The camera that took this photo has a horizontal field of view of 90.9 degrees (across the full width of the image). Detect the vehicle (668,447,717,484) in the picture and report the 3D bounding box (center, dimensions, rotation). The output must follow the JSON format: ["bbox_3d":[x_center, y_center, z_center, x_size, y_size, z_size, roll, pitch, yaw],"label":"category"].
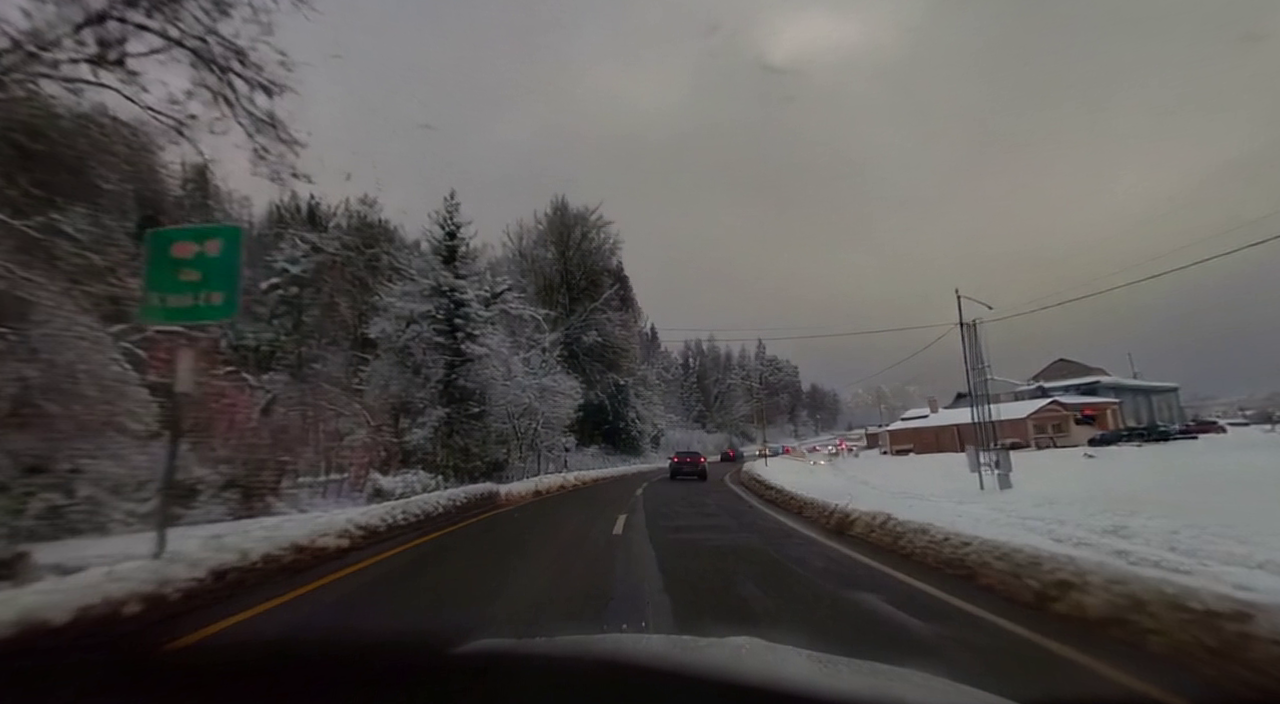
[{"bbox_3d":[2.302,4.974,28.023,1.956,1.473,4.640,-1,-8,4],"label":"vehicle"}]
